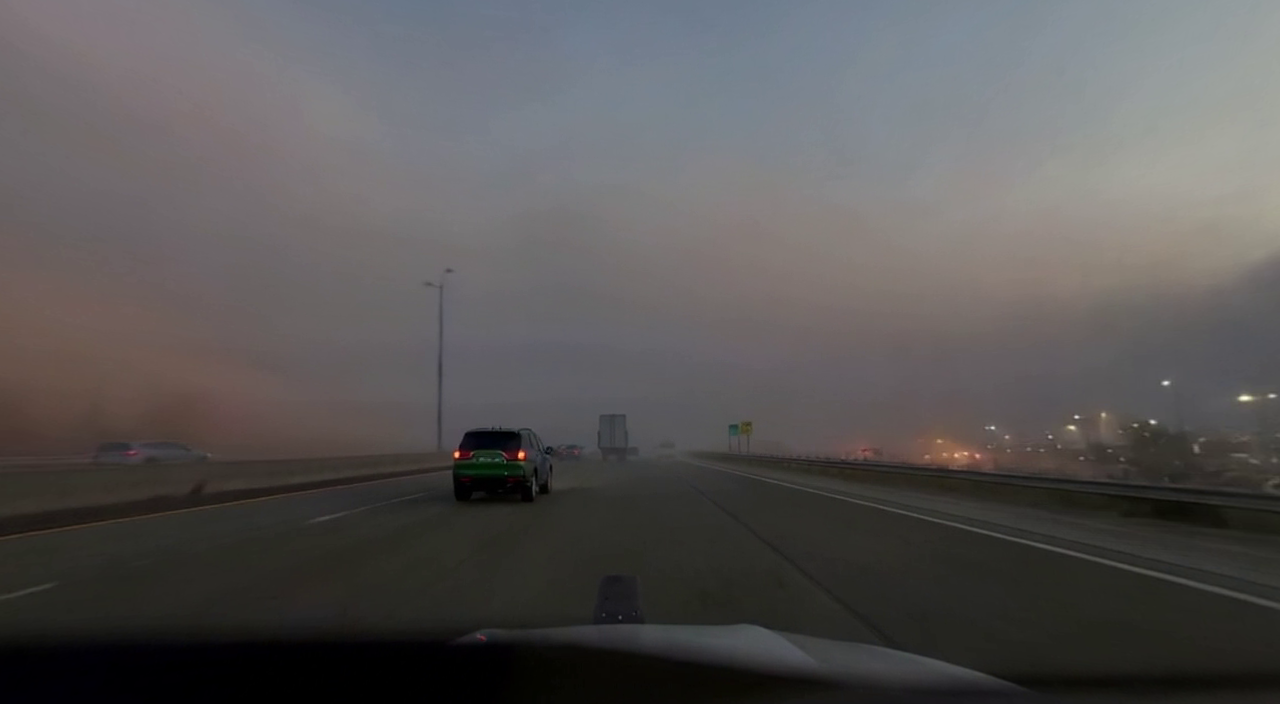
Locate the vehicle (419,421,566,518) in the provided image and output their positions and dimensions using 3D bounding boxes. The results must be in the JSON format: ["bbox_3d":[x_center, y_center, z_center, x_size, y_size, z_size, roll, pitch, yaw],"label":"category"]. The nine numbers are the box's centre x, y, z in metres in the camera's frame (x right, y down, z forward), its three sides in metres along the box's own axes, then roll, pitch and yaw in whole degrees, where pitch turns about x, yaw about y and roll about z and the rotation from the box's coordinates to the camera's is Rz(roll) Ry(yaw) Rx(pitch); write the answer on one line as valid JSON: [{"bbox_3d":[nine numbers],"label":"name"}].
[{"bbox_3d":[-2.978,2.494,13.825,2.111,1.742,4.315,0,-9,1],"label":"vehicle"}]

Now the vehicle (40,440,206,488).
[{"bbox_3d":[-18.002,3.902,22.309,1.965,1.503,4.579,1,-9,0],"label":"vehicle"}]
